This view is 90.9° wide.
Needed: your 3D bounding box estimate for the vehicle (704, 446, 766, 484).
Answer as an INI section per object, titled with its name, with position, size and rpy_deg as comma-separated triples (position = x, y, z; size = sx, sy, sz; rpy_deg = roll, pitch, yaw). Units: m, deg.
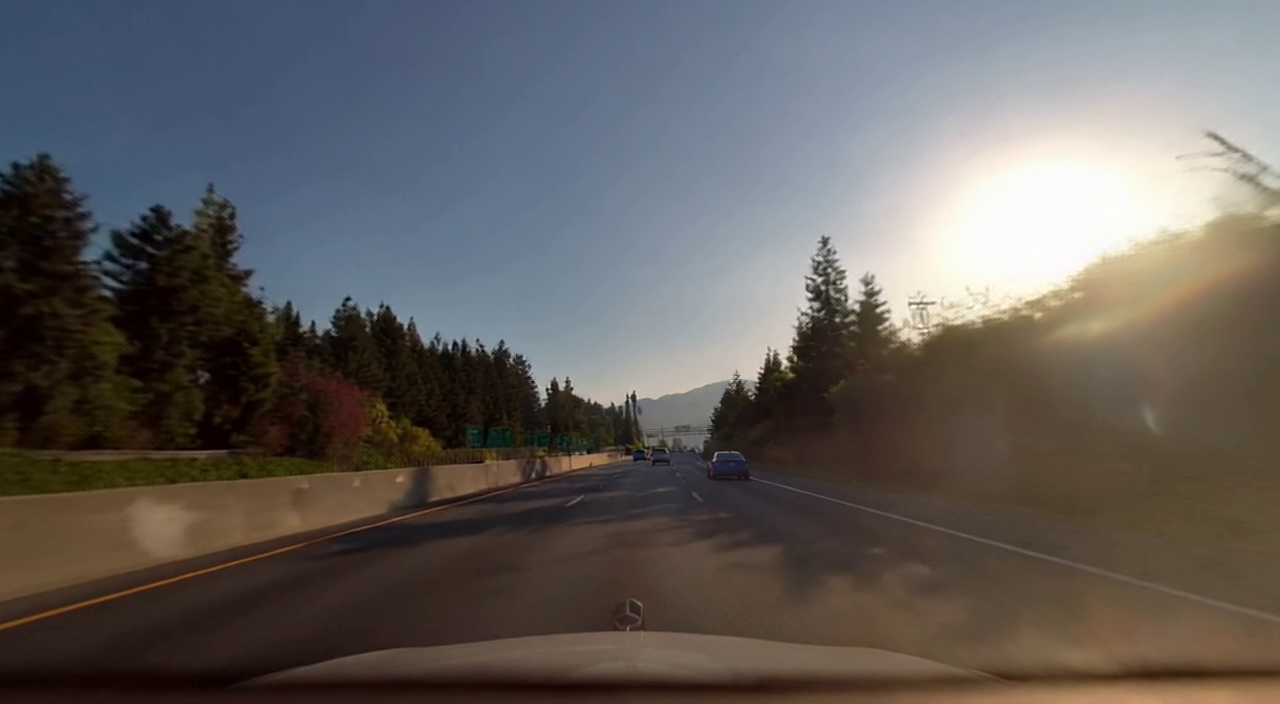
[vehicle]
position = 4.181, 5.072, 28.435
size = 2.175, 1.574, 3.943
rpy_deg = 0, -9, 0
